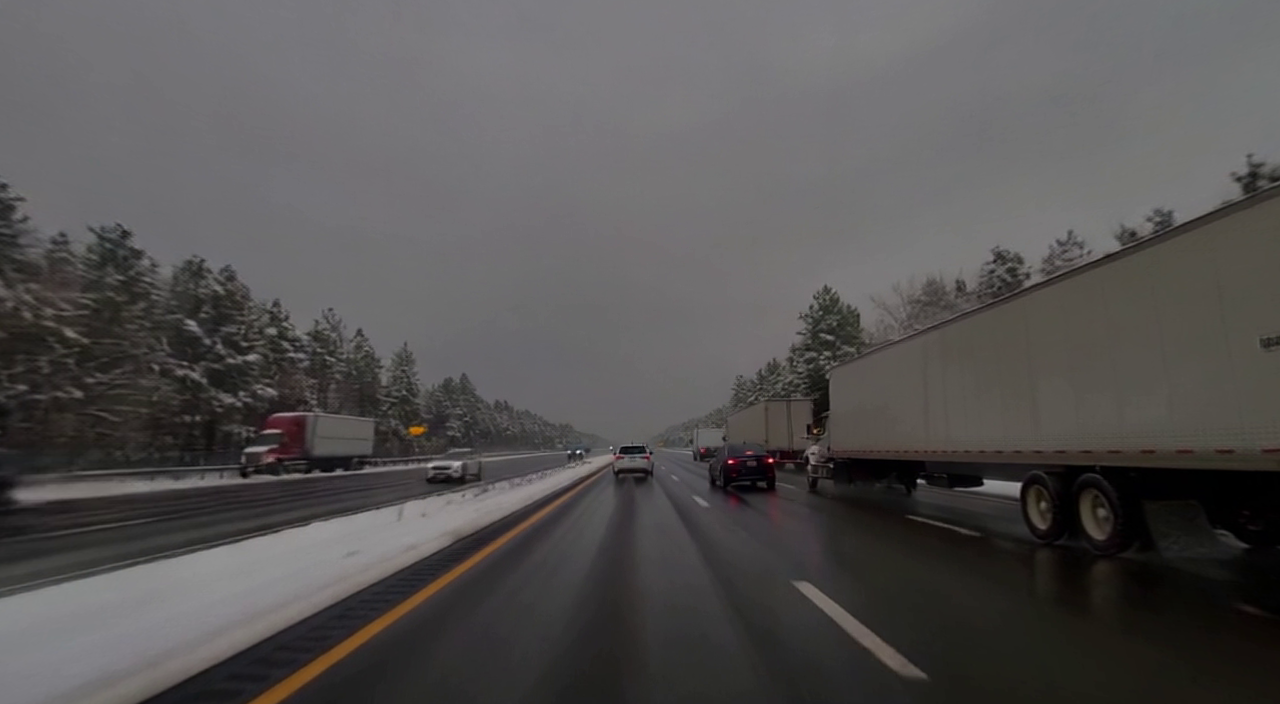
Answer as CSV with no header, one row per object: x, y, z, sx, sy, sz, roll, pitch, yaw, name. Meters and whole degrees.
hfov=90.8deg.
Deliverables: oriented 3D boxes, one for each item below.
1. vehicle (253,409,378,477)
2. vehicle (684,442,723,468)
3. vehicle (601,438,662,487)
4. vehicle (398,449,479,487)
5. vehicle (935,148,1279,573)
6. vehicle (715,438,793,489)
-19.178,5.541,38.048,2.870,3.622,8.269,0,-9,2,vehicle
4.225,6.933,42.483,2.150,1.632,4.260,0,-9,0,vehicle
-0.272,3.980,22.892,2.023,1.618,3.628,0,-9,0,vehicle
-8.040,4.644,25.550,2.002,1.433,3.694,0,-9,2,vehicle
7.604,0.487,8.727,2.823,4.063,8.485,0,-9,0,vehicle
3.799,3.801,21.762,1.920,1.594,3.867,0,-9,0,vehicle
